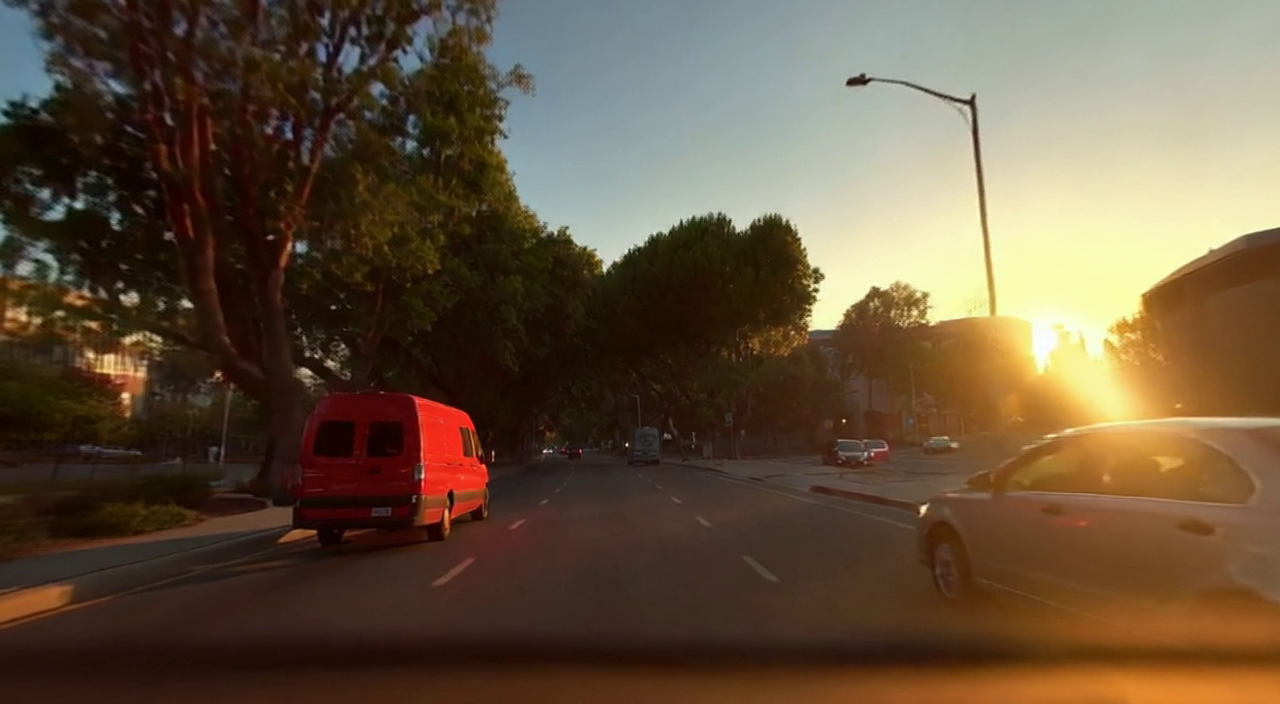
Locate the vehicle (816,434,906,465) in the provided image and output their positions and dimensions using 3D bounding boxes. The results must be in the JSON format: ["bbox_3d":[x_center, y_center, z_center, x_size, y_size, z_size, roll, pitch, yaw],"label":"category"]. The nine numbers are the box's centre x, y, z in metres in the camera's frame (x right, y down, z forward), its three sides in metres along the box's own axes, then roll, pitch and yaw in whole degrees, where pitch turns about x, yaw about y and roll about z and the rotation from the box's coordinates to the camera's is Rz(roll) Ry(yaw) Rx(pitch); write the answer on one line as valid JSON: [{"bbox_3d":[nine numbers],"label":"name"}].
[{"bbox_3d":[12.145,5.363,34.928,4.117,1.627,2.086,1,-9,-5],"label":"vehicle"}]

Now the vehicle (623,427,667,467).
[{"bbox_3d":[0.233,6.541,43.429,2.397,2.566,5.324,1,-9,-6],"label":"vehicle"}]

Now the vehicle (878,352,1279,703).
[{"bbox_3d":[3.426,1.038,3.729,2.087,1.658,4.612,0,-9,-2],"label":"vehicle"}]

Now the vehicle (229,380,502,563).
[{"bbox_3d":[-3.863,1.796,10.095,2.420,2.227,4.499,0,-9,-2],"label":"vehicle"}]
